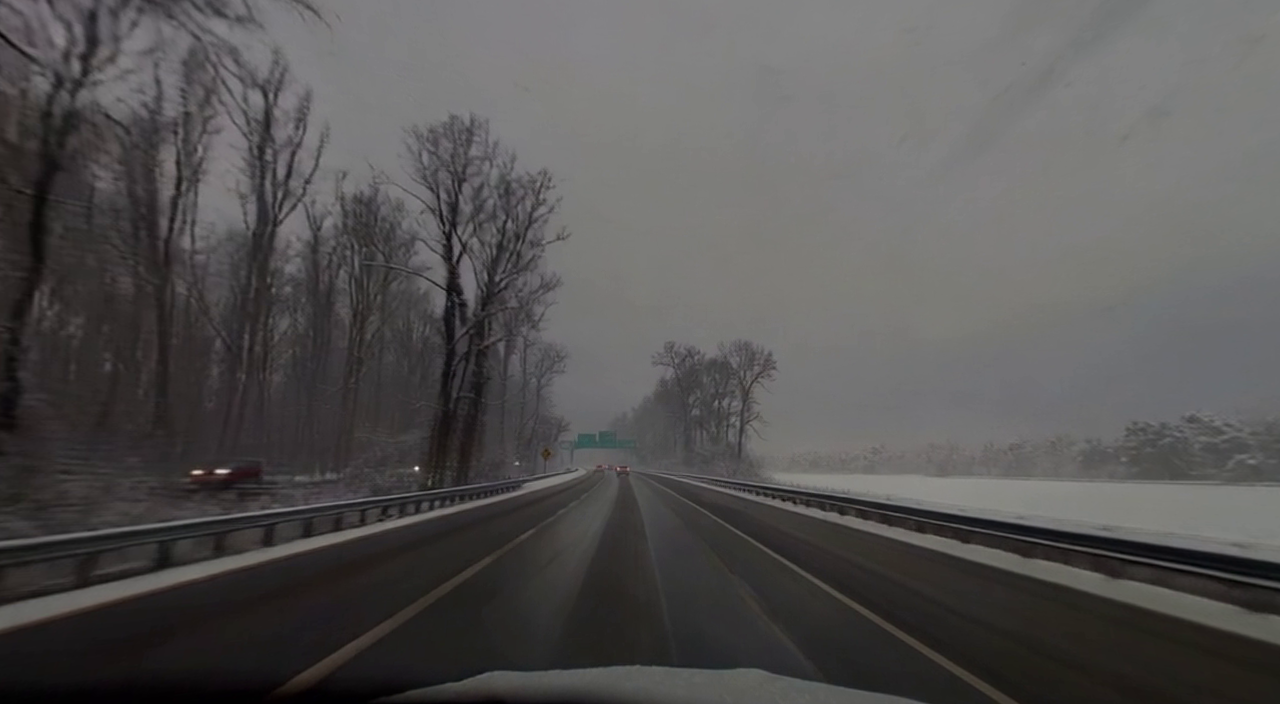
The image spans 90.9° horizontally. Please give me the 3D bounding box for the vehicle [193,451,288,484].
[{"bbox_3d":[-21.031,6.129,33.427,1.989,1.626,4.677,1,-10,-1],"label":"vehicle"}]
